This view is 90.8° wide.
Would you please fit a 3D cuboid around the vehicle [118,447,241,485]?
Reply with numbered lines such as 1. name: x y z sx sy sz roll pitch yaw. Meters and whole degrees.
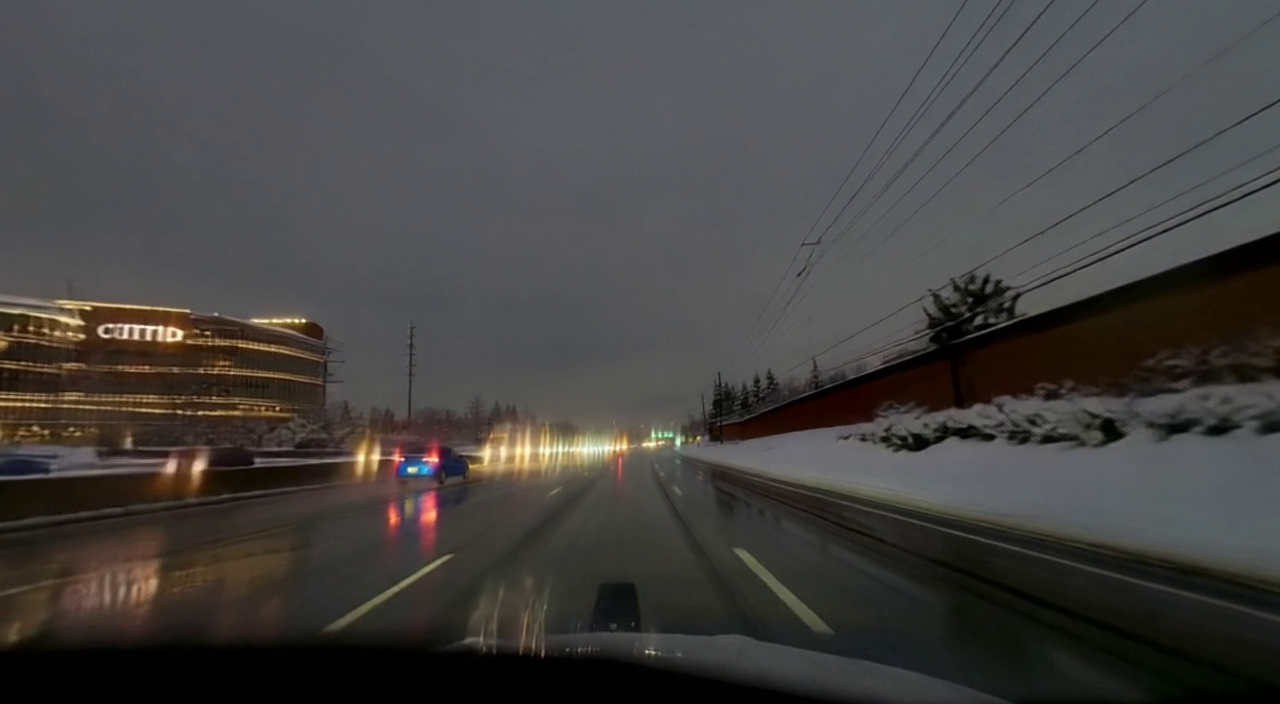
1. vehicle: -18.613 4.591 25.822 1.809 1.391 4.272 0 -8 0

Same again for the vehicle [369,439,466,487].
1. vehicle: -7.829 3.921 22.644 2.013 1.574 3.923 0 -8 0
